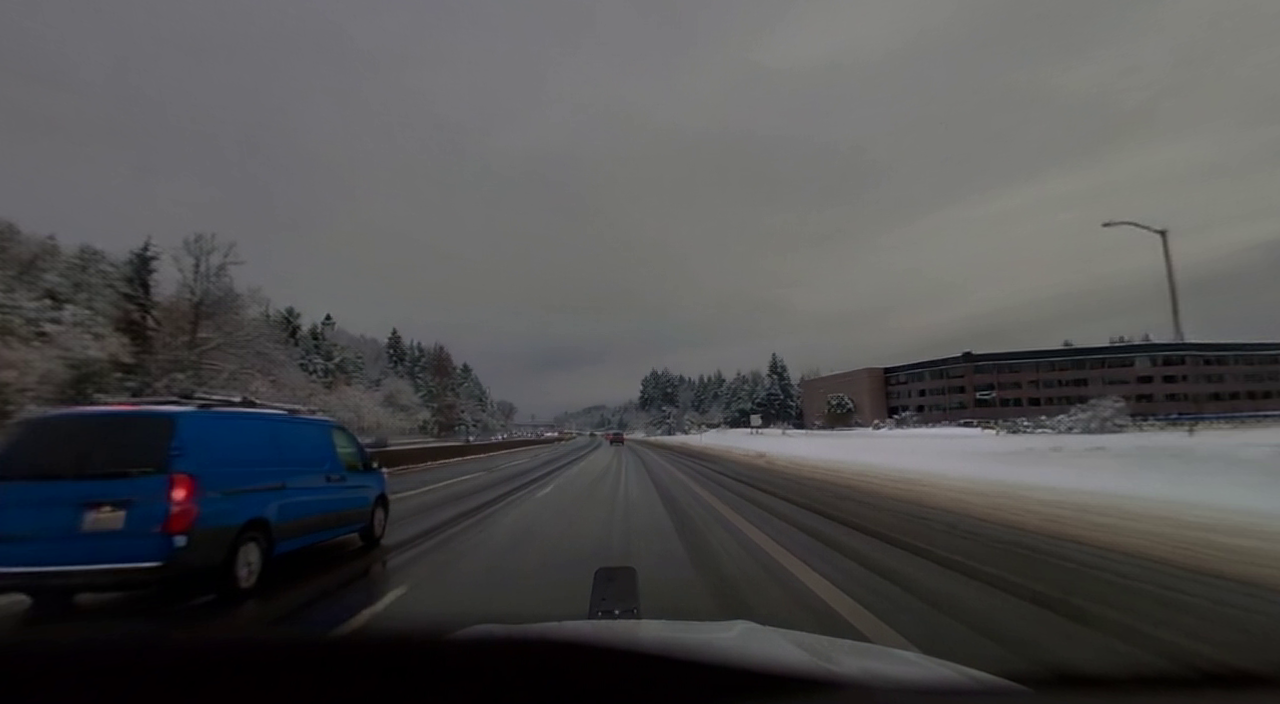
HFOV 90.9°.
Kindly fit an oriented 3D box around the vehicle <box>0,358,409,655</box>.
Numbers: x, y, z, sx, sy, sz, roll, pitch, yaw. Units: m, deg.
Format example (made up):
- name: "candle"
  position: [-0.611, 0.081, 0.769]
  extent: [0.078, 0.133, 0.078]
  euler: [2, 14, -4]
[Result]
- name: "vehicle"
  position: [-4.255, 1.254, 6.308]
  extent: [2.219, 1.827, 4.738]
  euler: [0, -8, -2]
